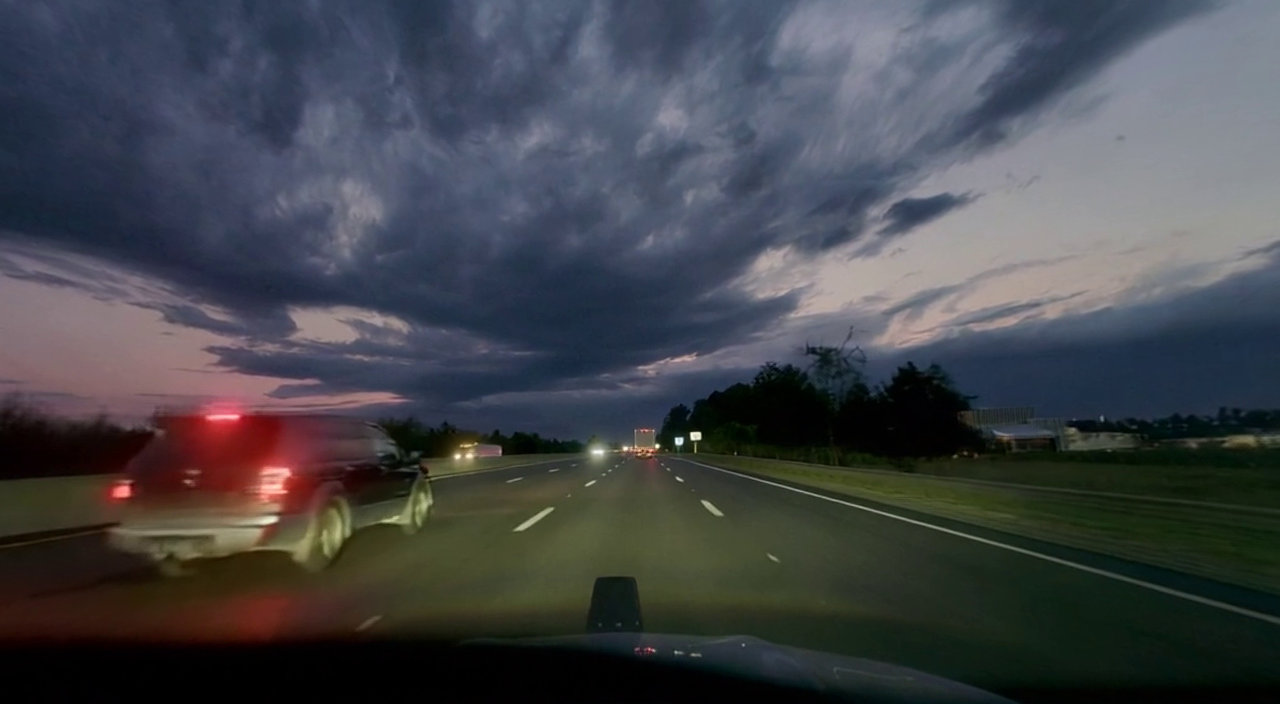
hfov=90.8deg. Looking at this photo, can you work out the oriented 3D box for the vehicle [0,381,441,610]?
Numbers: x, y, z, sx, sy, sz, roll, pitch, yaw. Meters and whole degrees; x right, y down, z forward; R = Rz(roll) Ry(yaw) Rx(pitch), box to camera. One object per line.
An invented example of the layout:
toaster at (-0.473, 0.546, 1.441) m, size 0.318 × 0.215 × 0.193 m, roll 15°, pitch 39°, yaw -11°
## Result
vehicle at (-3.961, 1.385, 6.834) m, size 2.216 × 1.678 × 4.204 m, roll 0°, pitch -9°, yaw 0°
